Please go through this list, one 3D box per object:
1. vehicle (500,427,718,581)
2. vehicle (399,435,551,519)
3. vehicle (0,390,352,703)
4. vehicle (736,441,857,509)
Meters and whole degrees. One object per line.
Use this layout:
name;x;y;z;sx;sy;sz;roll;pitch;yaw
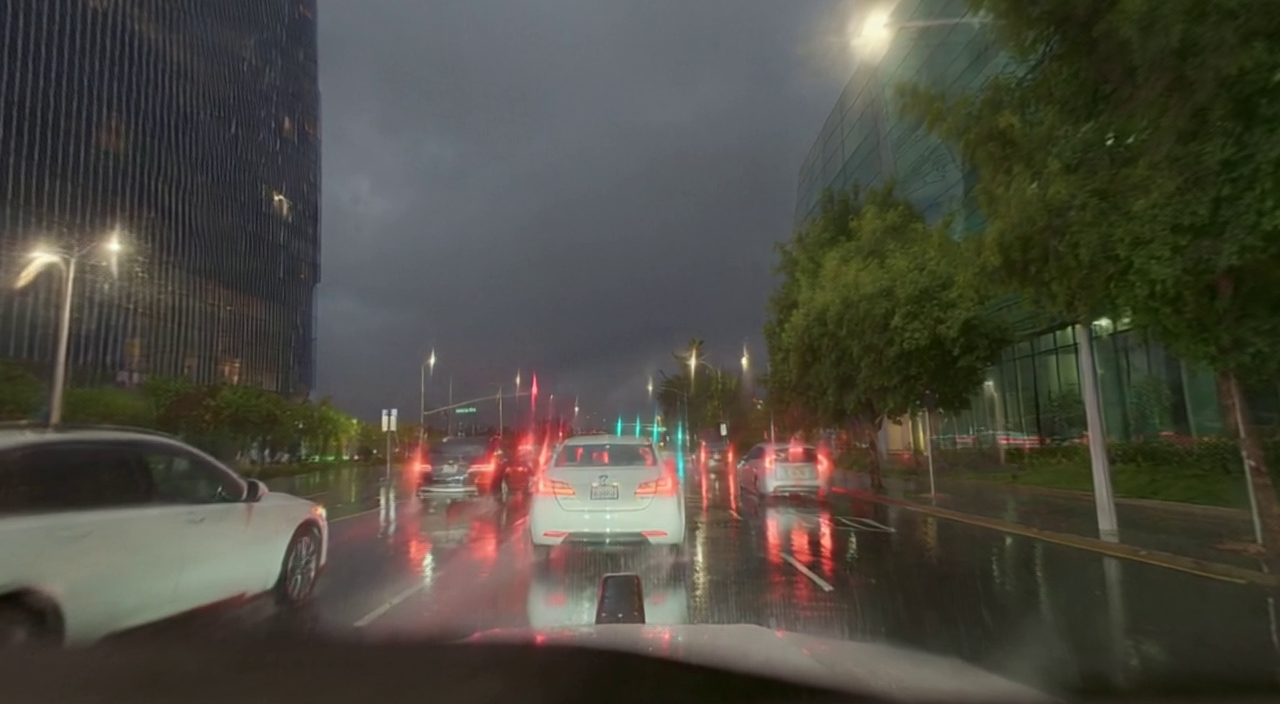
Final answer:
vehicle;-0.247;1.848;8.529;2.174;1.509;4.374;0;-9;2
vehicle;-3.341;2.632;13.820;2.044;1.508;4.479;0;-9;1
vehicle;-3.555;1.071;3.550;1.933;1.520;4.195;0;-9;-1
vehicle;3.839;3.078;16.255;1.940;1.514;4.187;0;-9;-1
